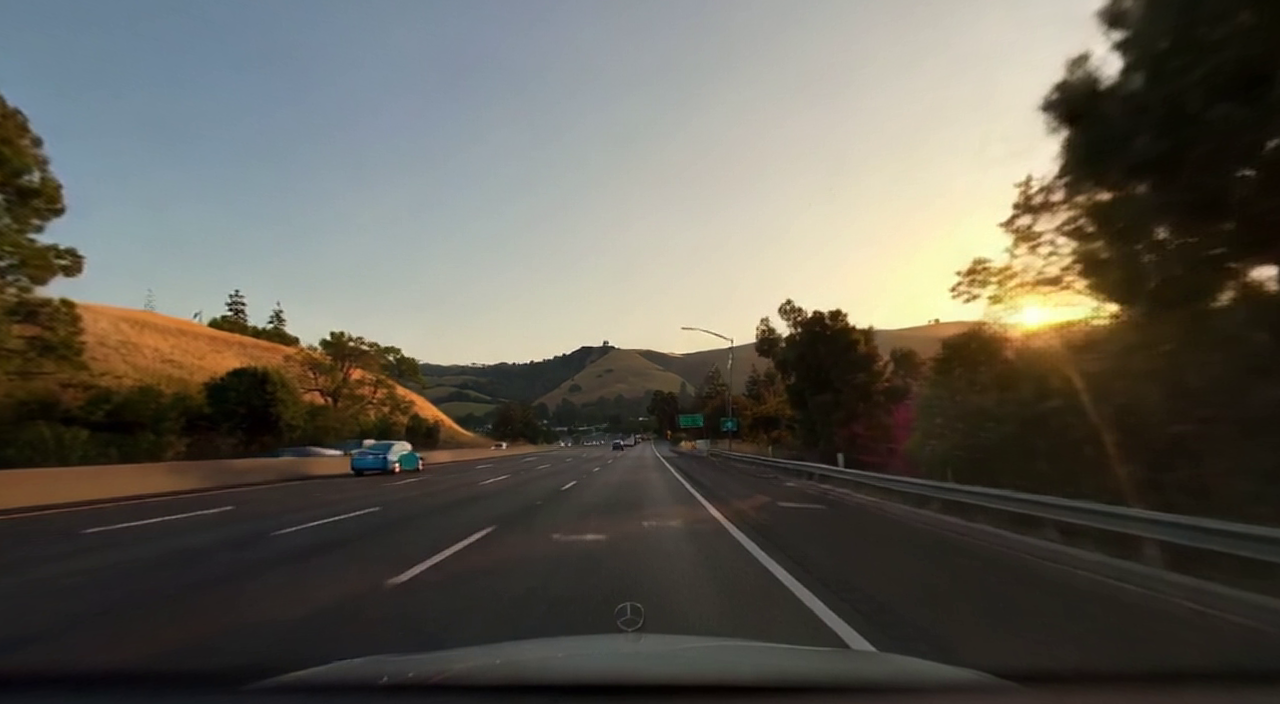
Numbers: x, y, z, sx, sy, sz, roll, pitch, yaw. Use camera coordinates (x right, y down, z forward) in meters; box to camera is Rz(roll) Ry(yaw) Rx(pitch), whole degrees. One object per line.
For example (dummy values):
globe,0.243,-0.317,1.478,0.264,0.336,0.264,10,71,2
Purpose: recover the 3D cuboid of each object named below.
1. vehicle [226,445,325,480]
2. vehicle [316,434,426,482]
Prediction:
vehicle,-16.755,5.067,29.292,1.894,1.461,4.442,0,-8,1
vehicle,-10.701,4.251,25.611,2.152,1.753,4.972,0,-8,1
